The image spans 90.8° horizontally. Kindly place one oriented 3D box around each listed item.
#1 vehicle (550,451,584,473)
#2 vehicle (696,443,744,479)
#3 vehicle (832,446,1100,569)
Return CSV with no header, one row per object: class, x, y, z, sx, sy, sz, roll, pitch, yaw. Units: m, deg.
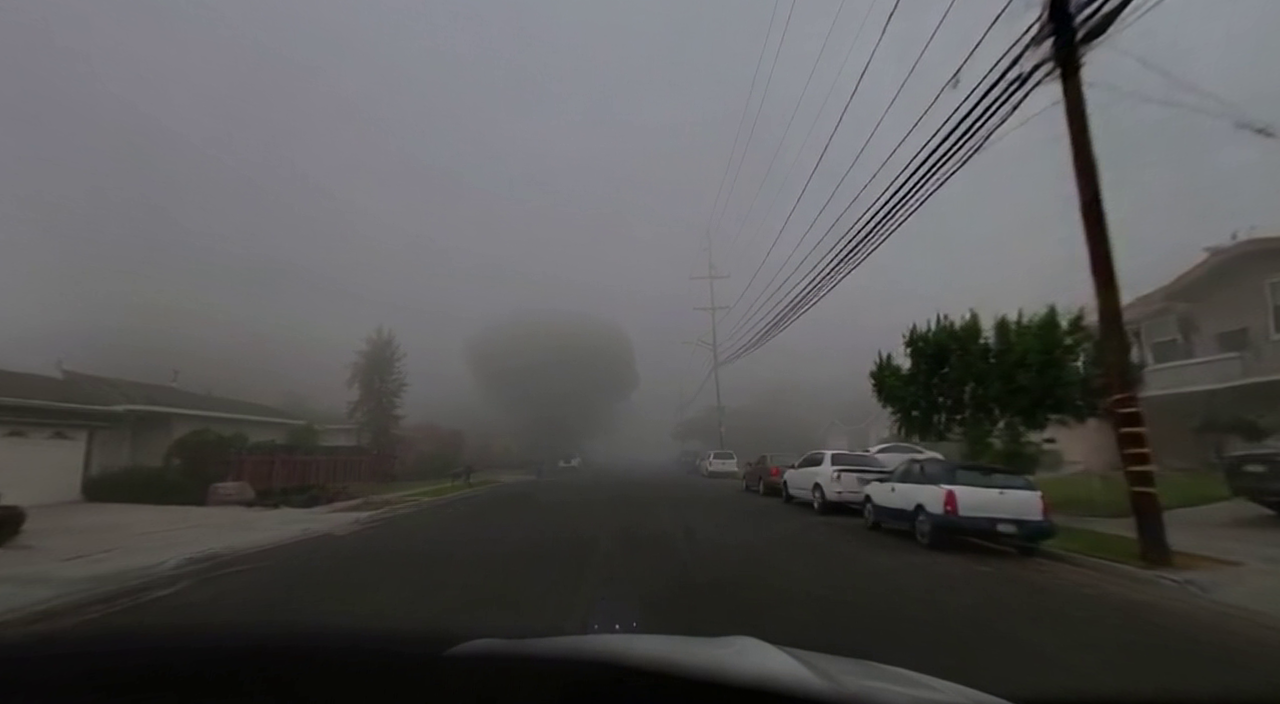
vehicle,-5.465,8.241,47.404,2.031,1.468,4.165,-2,-9,0
vehicle,4.502,6.212,36.239,2.086,1.885,4.323,0,-9,-1
vehicle,4.670,2.240,10.024,1.859,1.469,4.550,0,-9,1
